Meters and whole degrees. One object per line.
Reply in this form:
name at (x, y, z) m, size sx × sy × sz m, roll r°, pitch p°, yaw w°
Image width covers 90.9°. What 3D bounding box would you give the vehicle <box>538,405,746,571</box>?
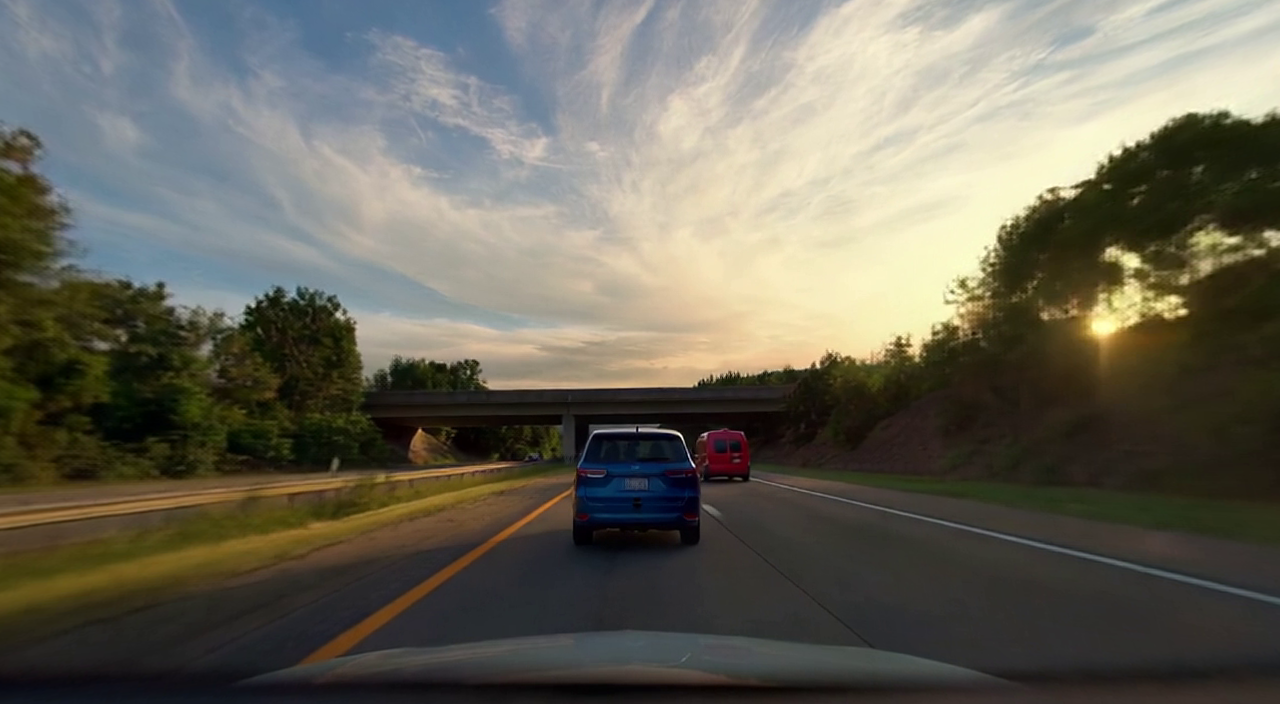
vehicle at (0.020, 1.821, 9.069) m, size 2.288 × 1.823 × 4.059 m, roll 0°, pitch -9°, yaw 0°
